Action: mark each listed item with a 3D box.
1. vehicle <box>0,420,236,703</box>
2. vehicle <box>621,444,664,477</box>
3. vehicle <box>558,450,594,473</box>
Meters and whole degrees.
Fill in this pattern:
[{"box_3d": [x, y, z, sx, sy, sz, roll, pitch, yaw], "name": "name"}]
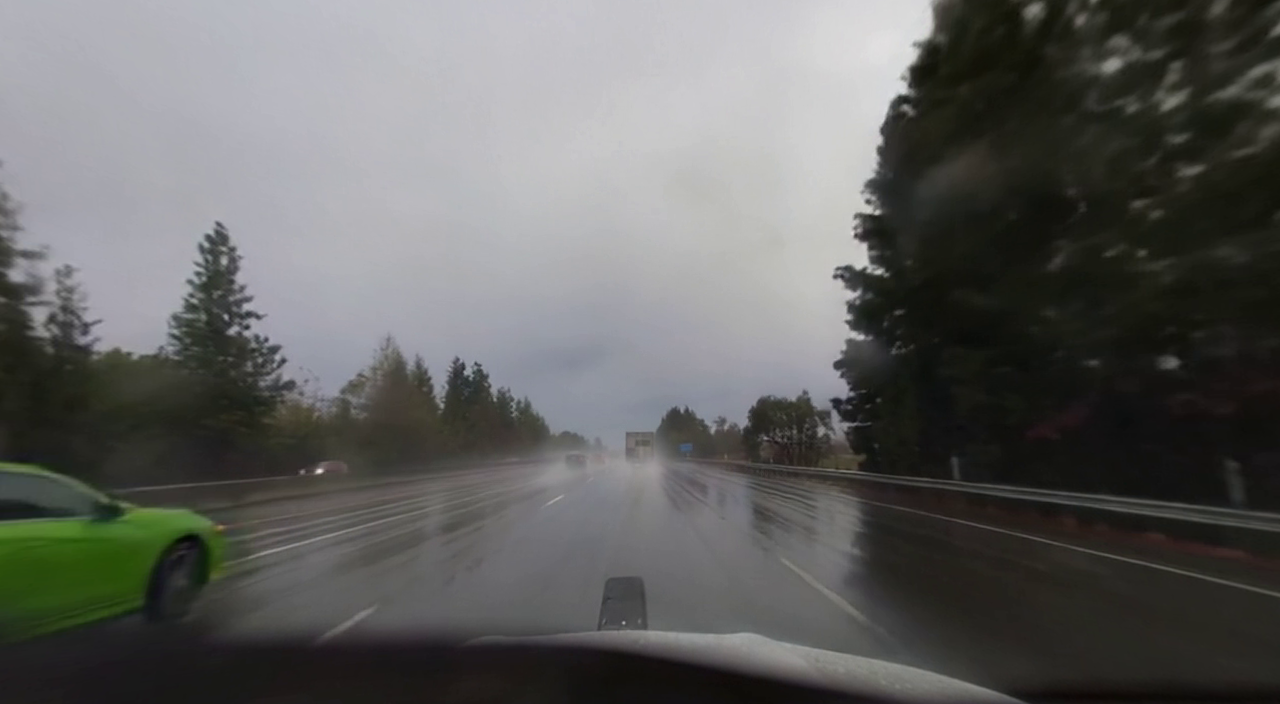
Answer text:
[{"box_3d": [-4.165, 1.000, 2.629, 1.998, 1.460, 4.422, 0, -9, 0], "name": "vehicle"}, {"box_3d": [0.123, 5.930, 34.532, 2.172, 1.687, 3.929, 0, -9, 0], "name": "vehicle"}, {"box_3d": [-4.307, 7.415, 42.876, 2.031, 1.482, 4.248, 0, -9, -1], "name": "vehicle"}]
